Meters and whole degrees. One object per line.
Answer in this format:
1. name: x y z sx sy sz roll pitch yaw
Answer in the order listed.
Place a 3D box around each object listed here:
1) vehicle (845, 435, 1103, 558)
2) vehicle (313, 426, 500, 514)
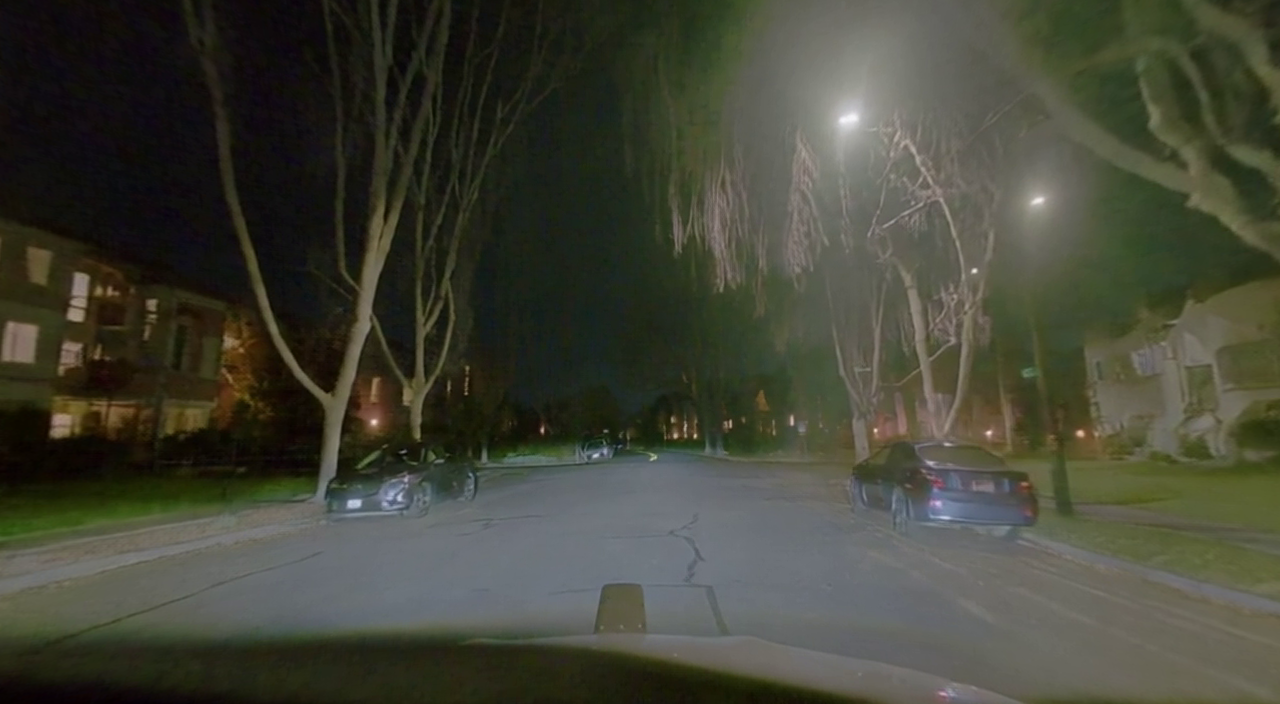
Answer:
1. vehicle: 4.771 2.039 9.956 1.931 1.395 4.793 0 -7 6
2. vehicle: -4.900 2.627 13.995 1.943 1.433 4.717 -7 -11 5
